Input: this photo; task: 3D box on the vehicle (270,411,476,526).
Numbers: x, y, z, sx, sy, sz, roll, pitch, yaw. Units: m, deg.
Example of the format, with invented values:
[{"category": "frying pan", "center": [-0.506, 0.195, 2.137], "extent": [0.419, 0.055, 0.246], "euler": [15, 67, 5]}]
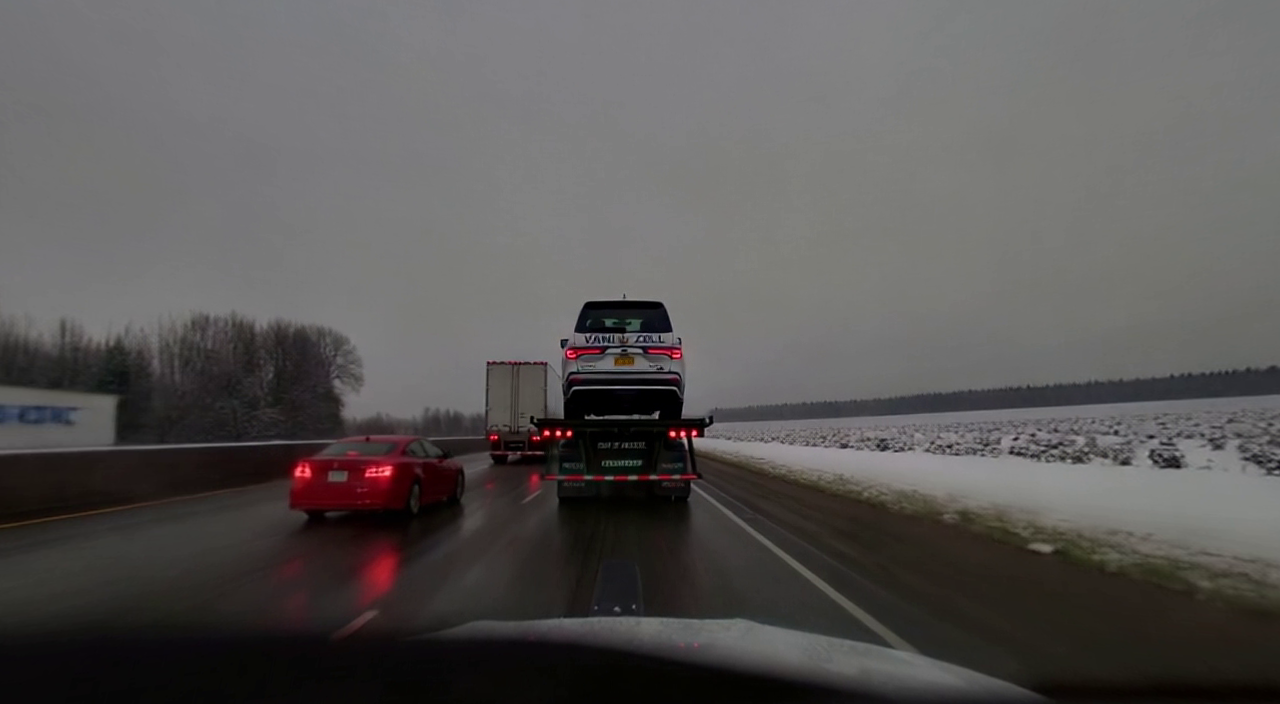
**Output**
[{"category": "vehicle", "center": [-4.497, 2.001, 11.481], "extent": [1.914, 1.675, 4.331], "euler": [0, -7, -1]}]

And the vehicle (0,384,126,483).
[{"category": "vehicle", "center": [-24.946, 3.082, 23.800], "extent": [2.744, 3.608, 9.882], "euler": [0, -7, -1]}]

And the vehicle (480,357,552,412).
[{"category": "vehicle", "center": [-4.692, 1.361, 24.565], "extent": [2.118, 1.799, 4.591], "euler": [0, -7, -3]}]

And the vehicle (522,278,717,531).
[{"category": "vehicle", "center": [-0.456, 1.310, 13.687], "extent": [2.738, 3.628, 9.223], "euler": [0, -7, -2]}]
